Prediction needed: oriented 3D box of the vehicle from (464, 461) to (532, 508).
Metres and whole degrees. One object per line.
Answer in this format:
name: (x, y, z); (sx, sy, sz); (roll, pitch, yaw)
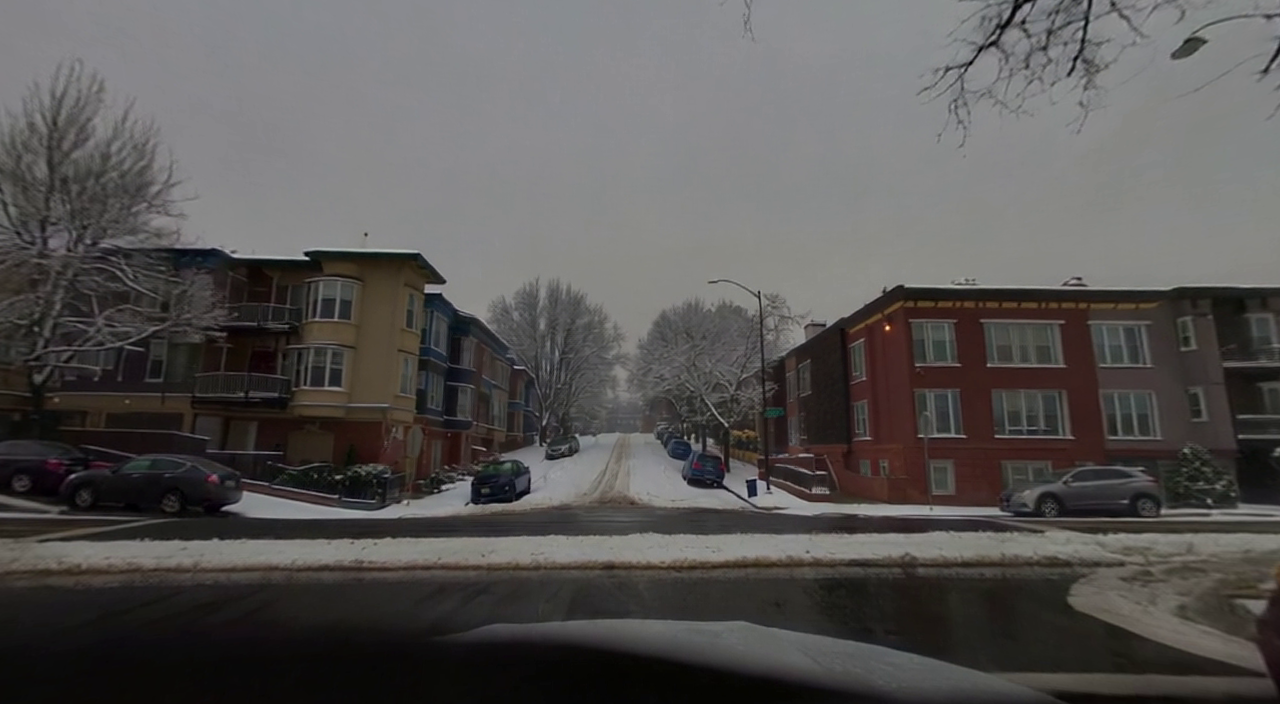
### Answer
vehicle: (-5.859, 5.500, 26.571); (1.987, 1.662, 4.141); (-2, -9, -1)

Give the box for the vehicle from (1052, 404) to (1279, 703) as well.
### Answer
vehicle: (3.352, 0.769, 0.919); (2.064, 1.548, 5.186); (0, -8, 1)

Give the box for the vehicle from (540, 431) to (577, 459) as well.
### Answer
vehicle: (-6.166, 7.058, 48.256); (2.101, 1.732, 4.119); (-3, -5, 3)

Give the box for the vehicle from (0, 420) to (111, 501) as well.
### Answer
vehicle: (-19.131, 3.081, 18.802); (4.665, 1.866, 2.002); (9, -9, -1)

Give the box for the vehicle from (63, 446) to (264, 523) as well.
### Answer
vehicle: (-13.982, 3.925, 18.743); (4.243, 1.676, 1.844); (6, -12, 1)

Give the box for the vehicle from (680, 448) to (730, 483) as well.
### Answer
vehicle: (3.421, 6.061, 34.184); (2.051, 1.526, 4.673); (0, -6, -2)
